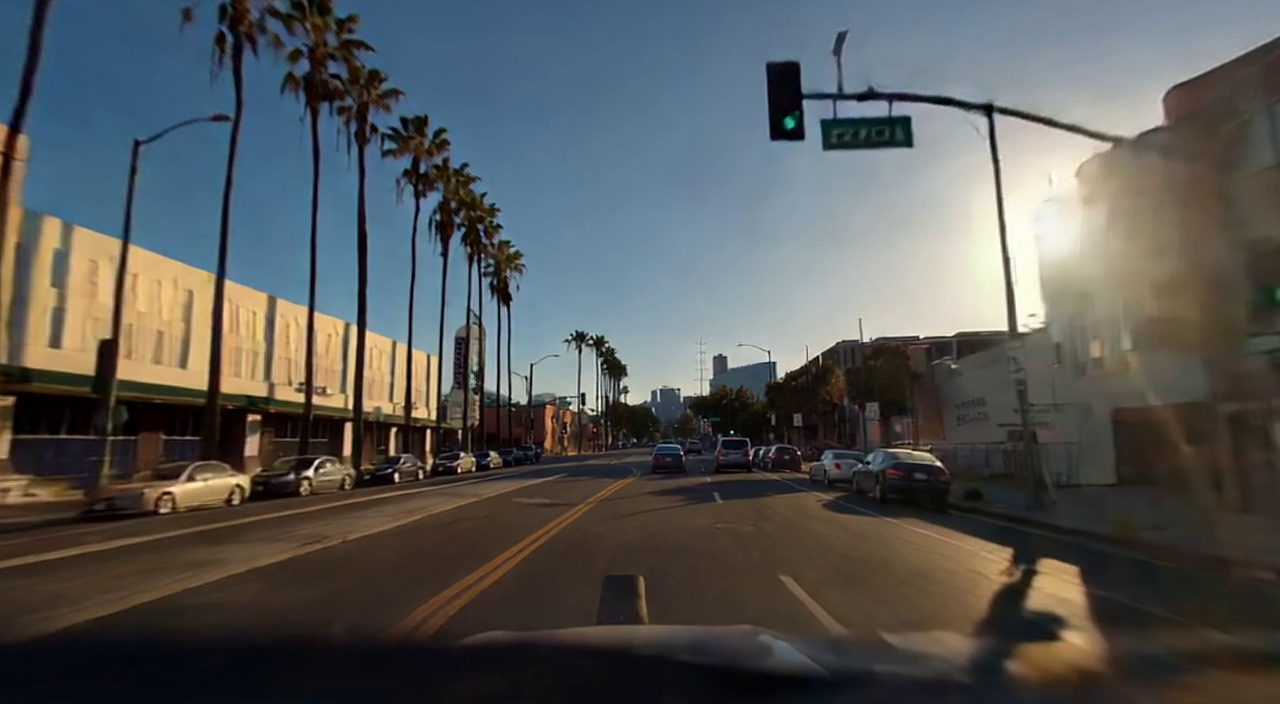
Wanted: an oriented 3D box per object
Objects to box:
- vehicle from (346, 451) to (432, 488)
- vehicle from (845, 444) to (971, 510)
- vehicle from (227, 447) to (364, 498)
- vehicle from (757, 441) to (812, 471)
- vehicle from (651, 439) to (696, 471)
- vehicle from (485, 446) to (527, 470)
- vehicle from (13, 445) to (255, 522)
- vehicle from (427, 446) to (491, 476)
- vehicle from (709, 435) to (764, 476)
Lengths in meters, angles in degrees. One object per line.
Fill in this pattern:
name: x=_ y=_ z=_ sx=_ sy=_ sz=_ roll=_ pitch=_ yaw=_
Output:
vehicle: x=-11.264 y=5.289 z=28.755 sx=1.949 sy=1.470 sz=4.532 roll=-1 pitch=-8 yaw=2
vehicle: x=7.127 y=3.313 z=17.330 sx=1.914 sy=1.560 sz=4.278 roll=-1 pitch=-8 yaw=6
vehicle: x=-11.780 y=4.248 z=22.079 sx=1.933 sy=1.502 sz=4.649 roll=-3 pitch=-12 yaw=4
vehicle: x=8.388 y=6.067 z=37.085 sx=2.174 sy=1.643 sz=4.860 roll=-1 pitch=-8 yaw=2
vehicle: x=1.660 y=5.109 z=31.473 sx=2.088 sy=1.452 sz=3.993 roll=-1 pitch=-8 yaw=3
vehicle: x=-9.783 y=7.801 z=46.338 sx=1.978 sy=1.501 sz=4.355 roll=-3 pitch=-11 yaw=3
vehicle: x=-12.152 y=3.310 z=15.743 sx=2.056 sy=1.490 sz=4.675 roll=-4 pitch=-13 yaw=2
vehicle: x=-10.484 y=6.431 z=37.038 sx=2.188 sy=1.490 sz=4.511 roll=-3 pitch=-12 yaw=3
vehicle: x=4.300 y=4.673 z=28.863 sx=2.003 sy=1.702 sz=4.288 roll=-1 pitch=-8 yaw=3
